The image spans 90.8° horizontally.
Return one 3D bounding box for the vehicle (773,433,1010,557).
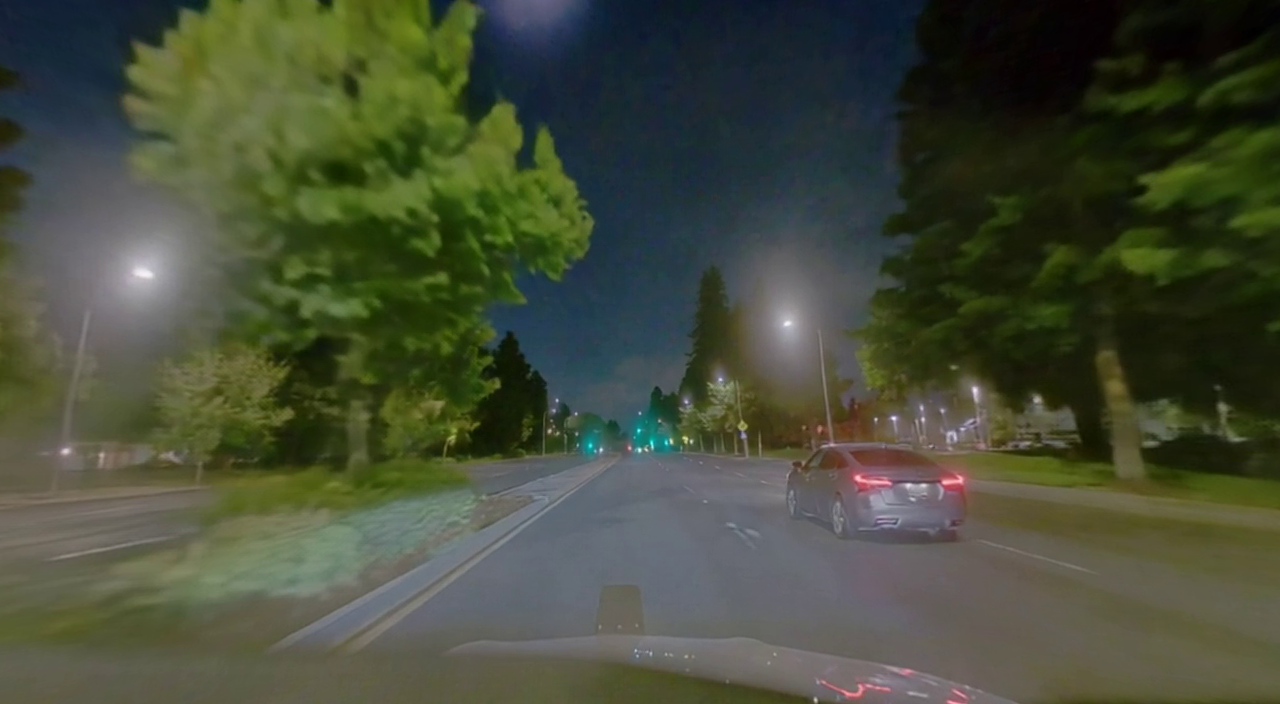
[{"bbox_3d":[3.435,2.017,9.616,1.852,1.453,4.083,0,-9,-1],"label":"vehicle"}]
